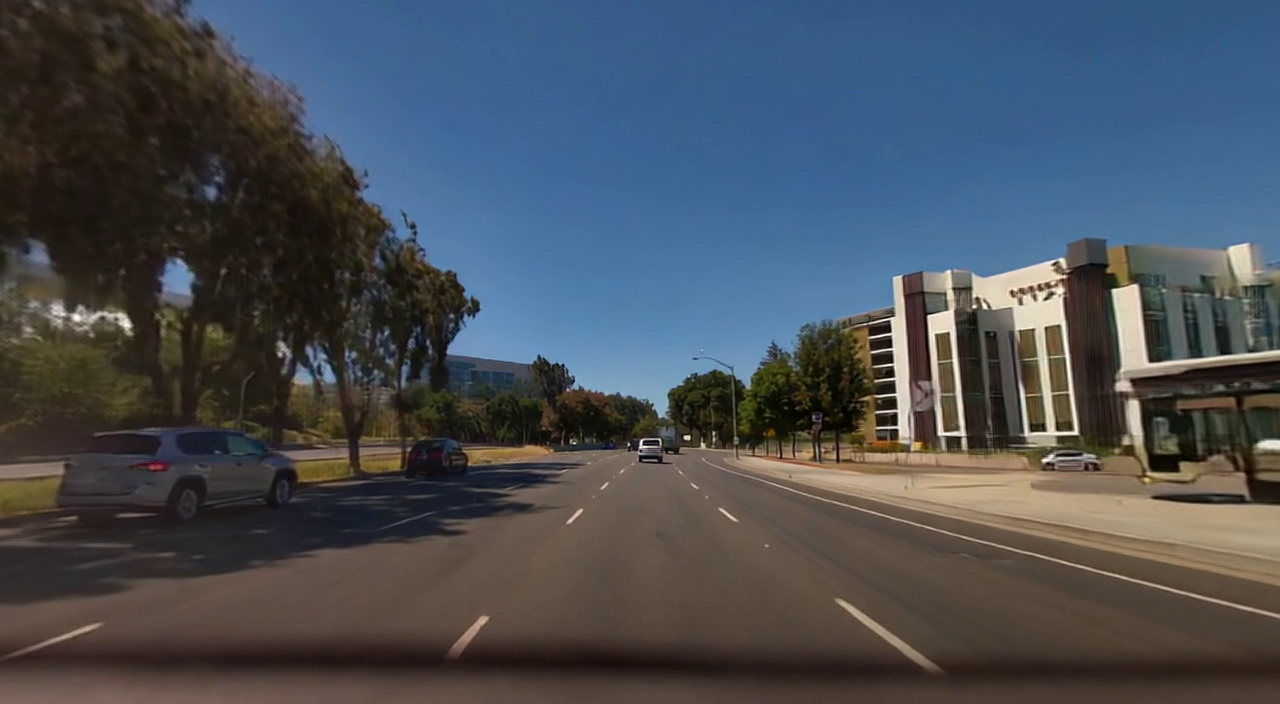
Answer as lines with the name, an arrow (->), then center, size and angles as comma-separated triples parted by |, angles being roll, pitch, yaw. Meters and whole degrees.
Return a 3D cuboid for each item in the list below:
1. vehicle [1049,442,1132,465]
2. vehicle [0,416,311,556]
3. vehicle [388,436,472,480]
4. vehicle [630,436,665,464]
vehicle -> 31.779, 7.146, 44.684 | 1.966, 1.494, 4.685 | 1, -8, -8
vehicle -> -7.742, 2.022, 10.261 | 2.181, 1.728, 4.515 | 0, -8, 2
vehicle -> -9.223, 4.674, 28.191 | 2.097, 1.782, 4.682 | 0, -8, 1
vehicle -> 0.560, 6.895, 44.495 | 2.345, 1.803, 4.261 | 0, -8, 2
